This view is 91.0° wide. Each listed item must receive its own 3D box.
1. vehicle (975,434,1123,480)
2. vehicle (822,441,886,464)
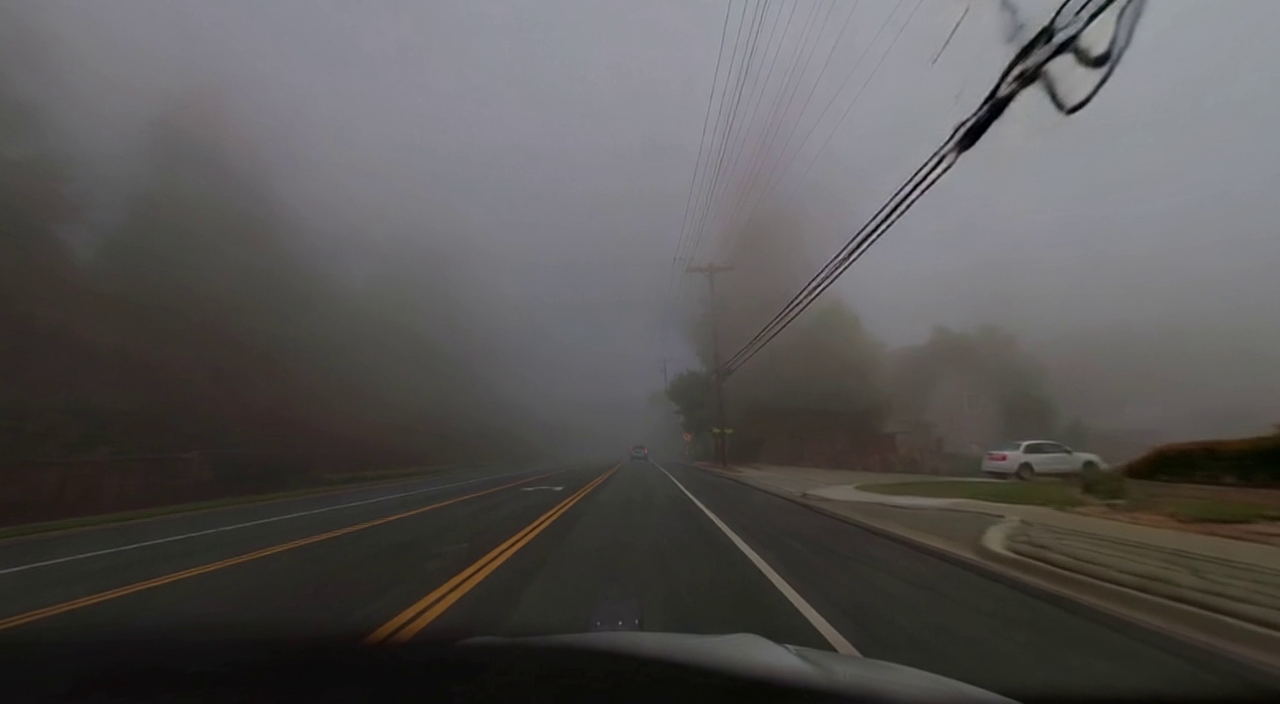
[{"bbox_3d":[14.393,3.719,22.322,3.855,1.548,1.937,0,-9,-2],"label":"vehicle"},{"bbox_3d":[16.303,7.709,48.186,4.153,1.442,1.822,-3,-12,0],"label":"vehicle"}]
